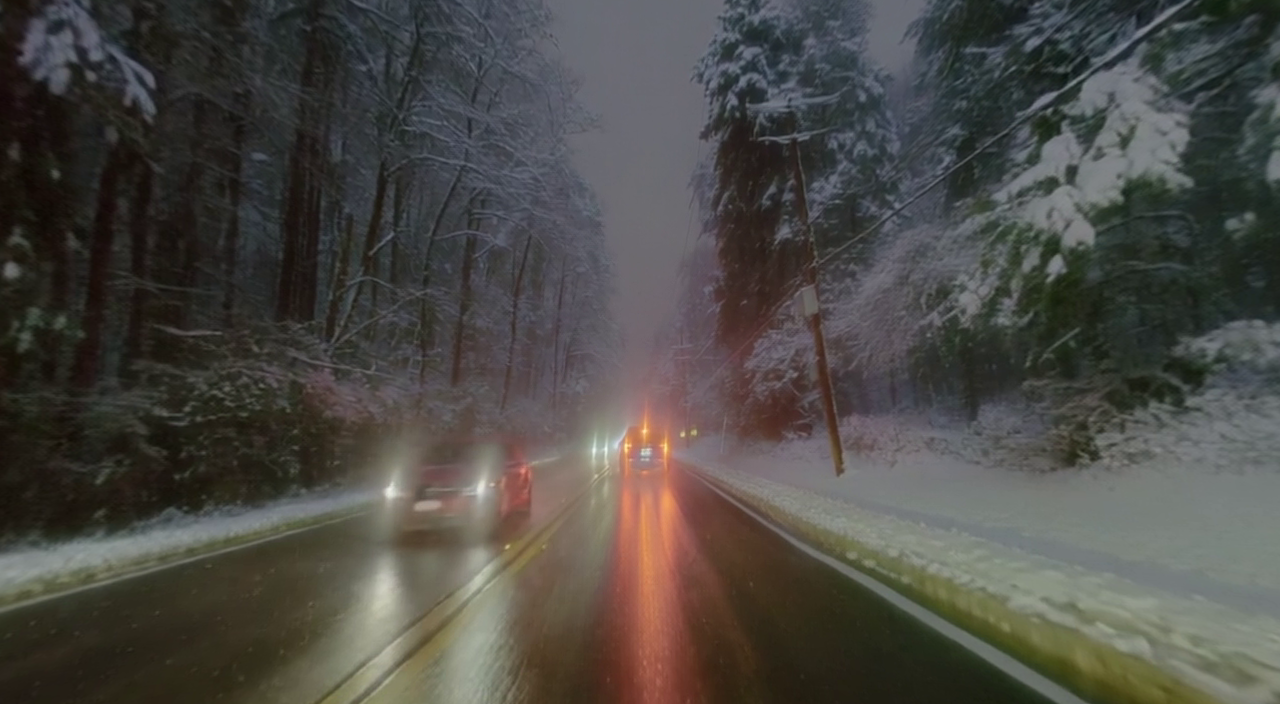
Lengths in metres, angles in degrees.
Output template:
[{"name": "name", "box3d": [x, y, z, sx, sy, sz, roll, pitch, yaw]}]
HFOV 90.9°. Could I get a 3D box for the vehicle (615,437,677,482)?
[{"name": "vehicle", "box3d": [0.182, 3.930, 23.205, 2.081, 1.503, 3.726, 0, -8, -1]}]
